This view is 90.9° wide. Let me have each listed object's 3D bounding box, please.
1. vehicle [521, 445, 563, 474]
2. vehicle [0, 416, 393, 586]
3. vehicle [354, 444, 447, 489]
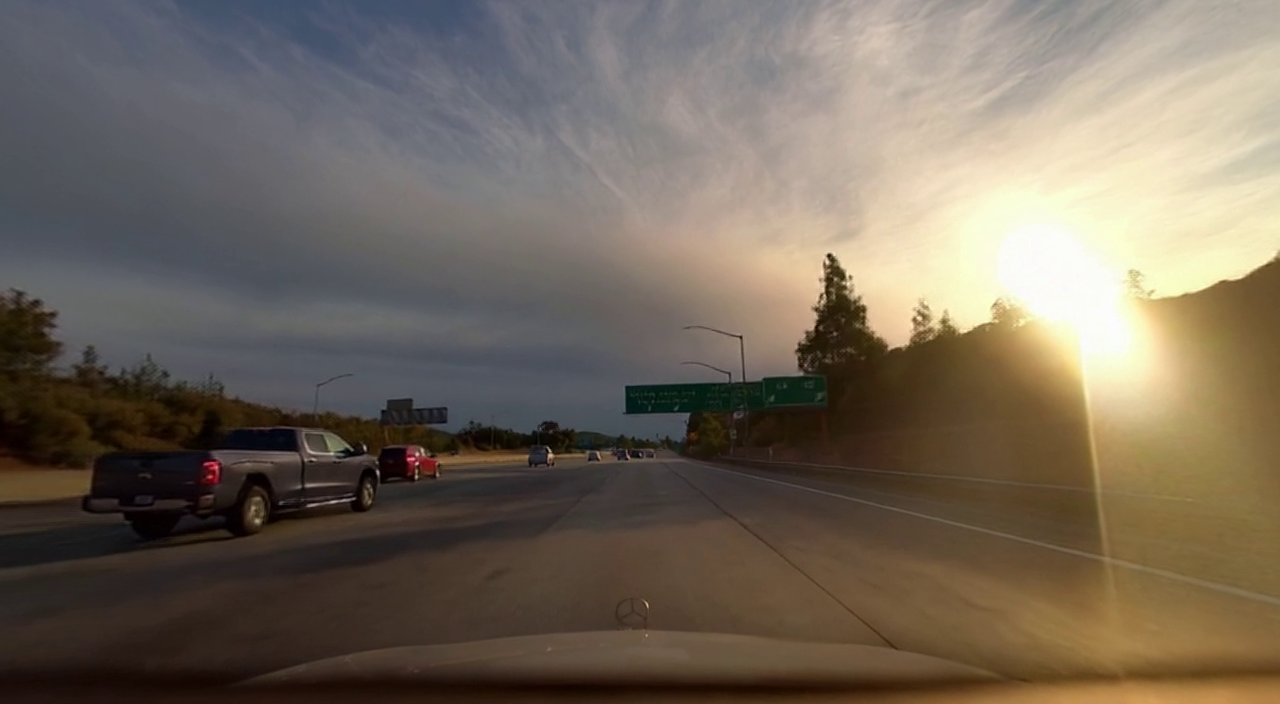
[{"bbox_3d":[-6.228,6.844,40.579,2.009,1.735,4.358,0,-8,0],"label":"vehicle"},{"bbox_3d":[-6.340,2.040,9.868,2.403,1.773,6.276,0,-8,0],"label":"vehicle"},{"bbox_3d":[-9.799,4.683,26.256,2.060,1.662,4.469,0,-8,1],"label":"vehicle"}]
